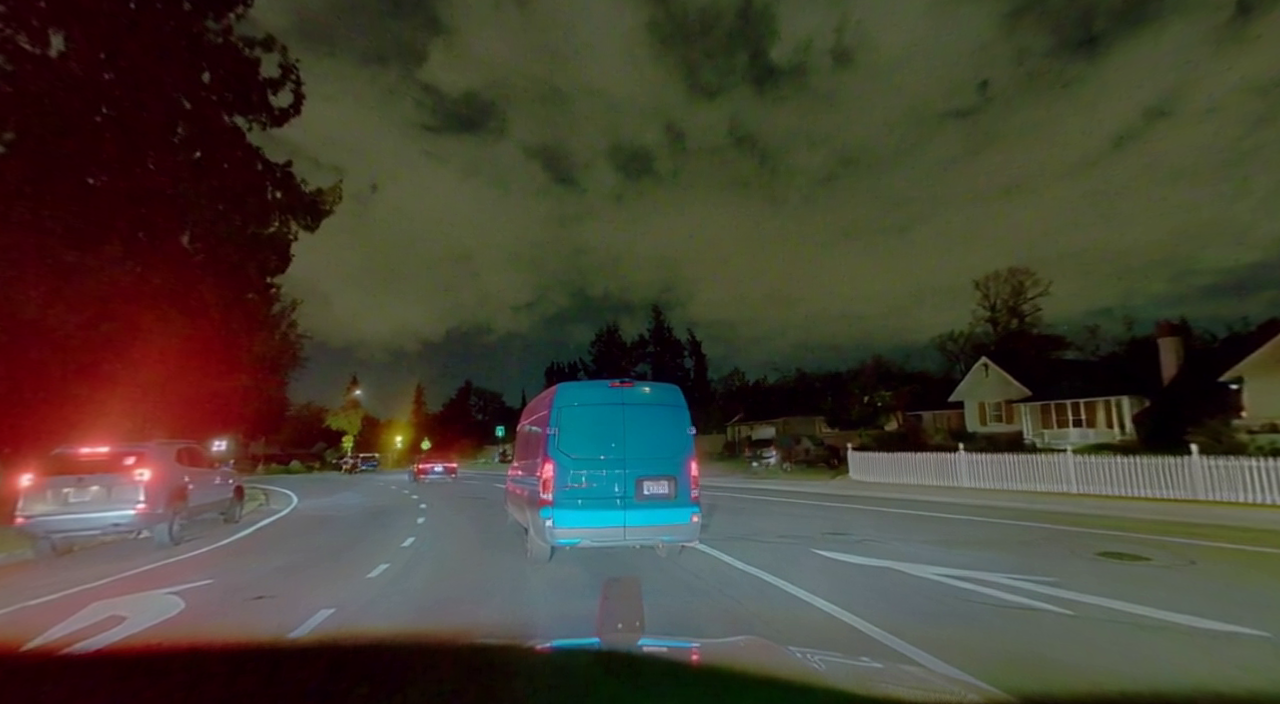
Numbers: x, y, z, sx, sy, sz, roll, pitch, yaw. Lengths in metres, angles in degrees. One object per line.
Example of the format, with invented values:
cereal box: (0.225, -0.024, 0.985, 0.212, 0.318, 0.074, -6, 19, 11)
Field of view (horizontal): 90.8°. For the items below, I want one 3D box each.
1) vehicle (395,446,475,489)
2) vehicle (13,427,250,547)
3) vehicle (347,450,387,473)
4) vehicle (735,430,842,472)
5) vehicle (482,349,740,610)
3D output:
vehicle: (-7.885, 4.320, 24.007, 2.008, 1.445, 4.386, 5, -10, -29)
vehicle: (-9.875, 2.581, 12.978, 2.228, 1.871, 5.492, 3, -9, -22)
vehicle: (-19.270, 7.648, 44.462, 1.911, 1.493, 4.291, 5, -10, -31)
vehicle: (6.746, 4.469, 28.575, 4.559, 1.754, 1.985, 5, -10, -31)
vehicle: (-0.768, 1.411, 7.803, 2.213, 2.124, 4.809, 2, -9, -14)
